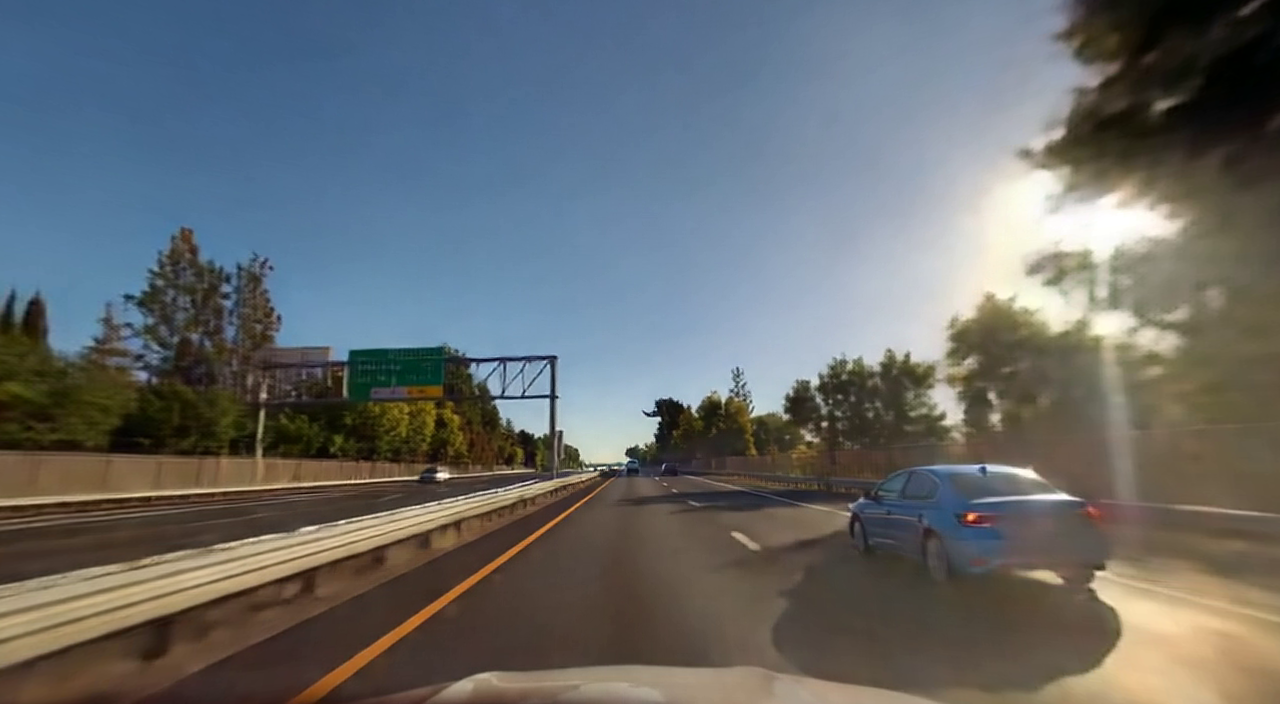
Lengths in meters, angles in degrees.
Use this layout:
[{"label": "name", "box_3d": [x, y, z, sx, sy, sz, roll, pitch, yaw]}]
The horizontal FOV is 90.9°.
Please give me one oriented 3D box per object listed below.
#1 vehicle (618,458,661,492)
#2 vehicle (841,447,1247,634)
[{"label": "vehicle", "box_3d": [-0.043, 6.371, 32.630, 2.037, 1.605, 3.833, 1, -11, -1]}, {"label": "vehicle", "box_3d": [3.981, 1.932, 7.264, 1.938, 1.494, 4.032, 1, -11, -1]}]
